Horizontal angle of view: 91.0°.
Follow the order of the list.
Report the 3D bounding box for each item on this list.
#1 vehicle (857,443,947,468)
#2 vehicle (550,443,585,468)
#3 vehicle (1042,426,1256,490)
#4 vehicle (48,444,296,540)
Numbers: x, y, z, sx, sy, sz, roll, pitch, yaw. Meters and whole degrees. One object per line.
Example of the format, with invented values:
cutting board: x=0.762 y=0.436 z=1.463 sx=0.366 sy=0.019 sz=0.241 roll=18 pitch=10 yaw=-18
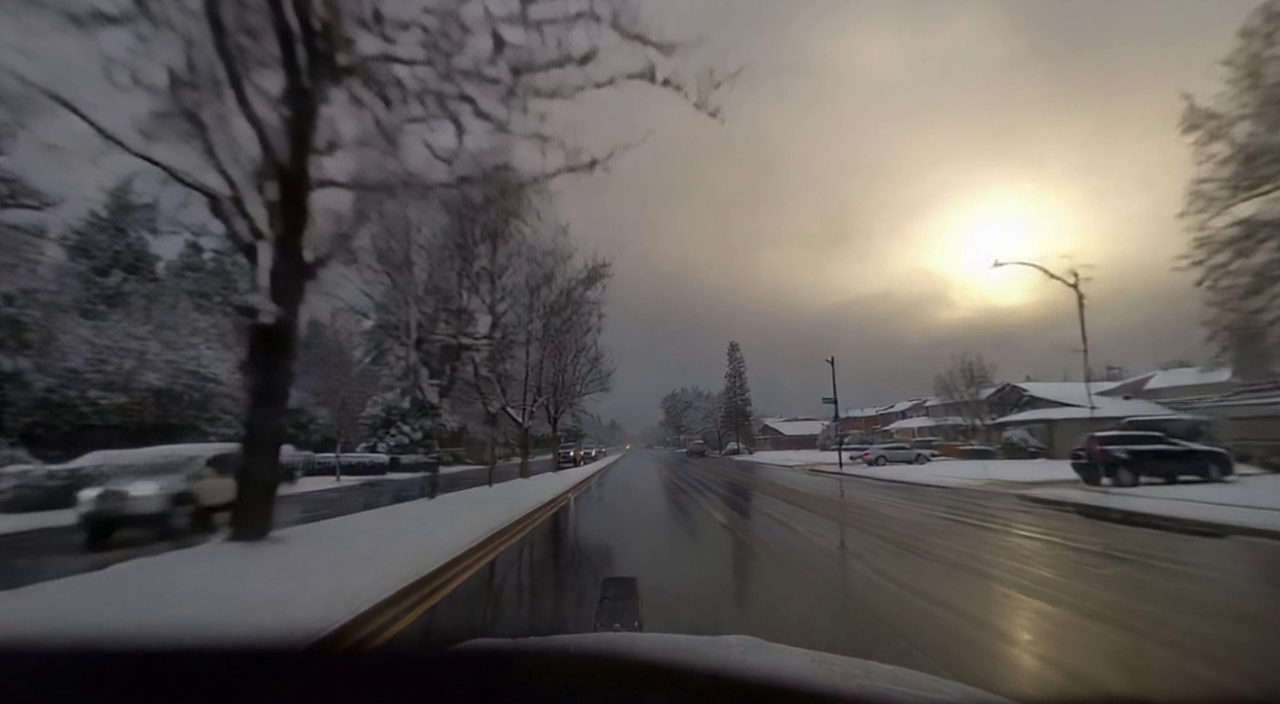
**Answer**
vehicle: x=15.635 y=6.191 z=37.673 sx=4.500 sy=1.390 sz=1.864 roll=0 pitch=-8 yaw=-3
vehicle: x=-5.635 y=8.067 z=49.393 sx=2.071 sy=1.823 sz=4.799 roll=0 pitch=-9 yaw=2
vehicle: x=14.406 y=3.008 z=18.033 sx=4.386 sy=1.711 sz=1.929 roll=0 pitch=-9 yaw=0
vehicle: x=-10.136 y=2.999 z=14.245 sx=2.000 sy=1.728 sz=4.587 roll=-2 pitch=-9 yaw=1
